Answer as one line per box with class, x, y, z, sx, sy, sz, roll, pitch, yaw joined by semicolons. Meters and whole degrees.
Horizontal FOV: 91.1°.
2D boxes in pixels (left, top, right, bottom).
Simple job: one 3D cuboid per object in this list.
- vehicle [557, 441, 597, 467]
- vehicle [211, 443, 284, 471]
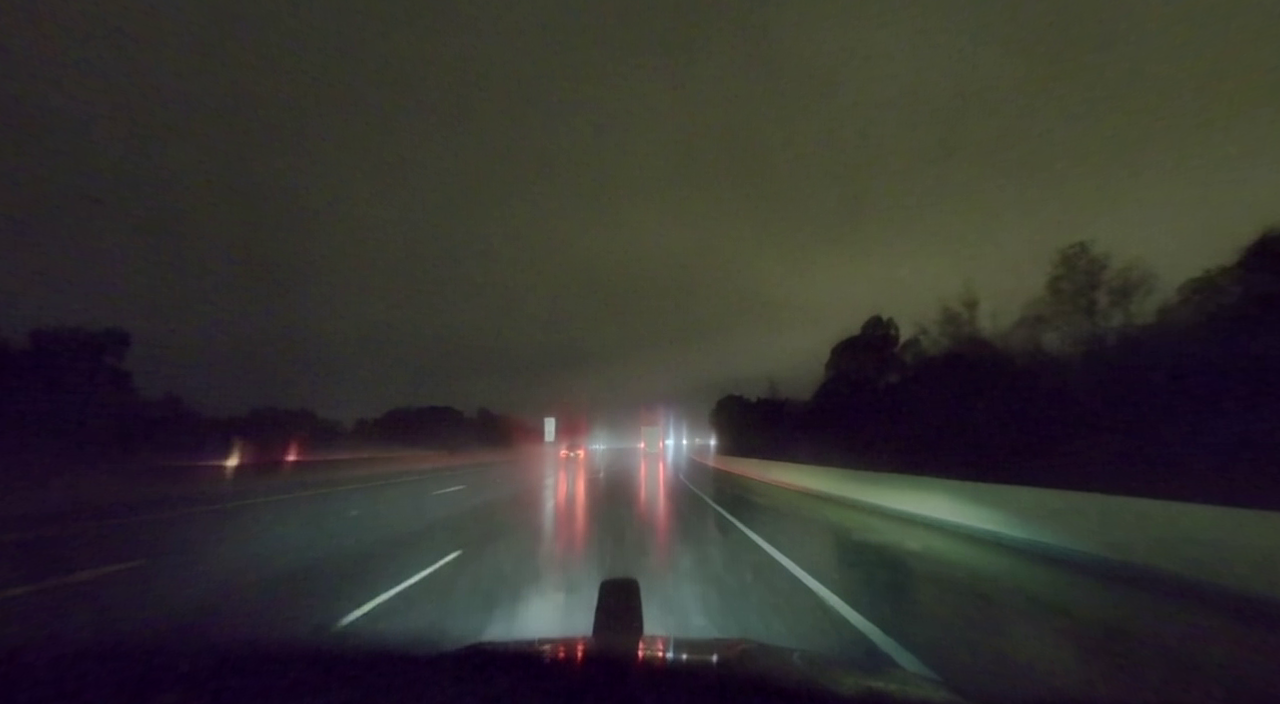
vehicle;-3.906;6.455;39.876;1.961;1.540;4.487;-1;-9;2
vehicle;-23.543;6.291;37.885;1.819;1.546;3.816;-1;-9;1
